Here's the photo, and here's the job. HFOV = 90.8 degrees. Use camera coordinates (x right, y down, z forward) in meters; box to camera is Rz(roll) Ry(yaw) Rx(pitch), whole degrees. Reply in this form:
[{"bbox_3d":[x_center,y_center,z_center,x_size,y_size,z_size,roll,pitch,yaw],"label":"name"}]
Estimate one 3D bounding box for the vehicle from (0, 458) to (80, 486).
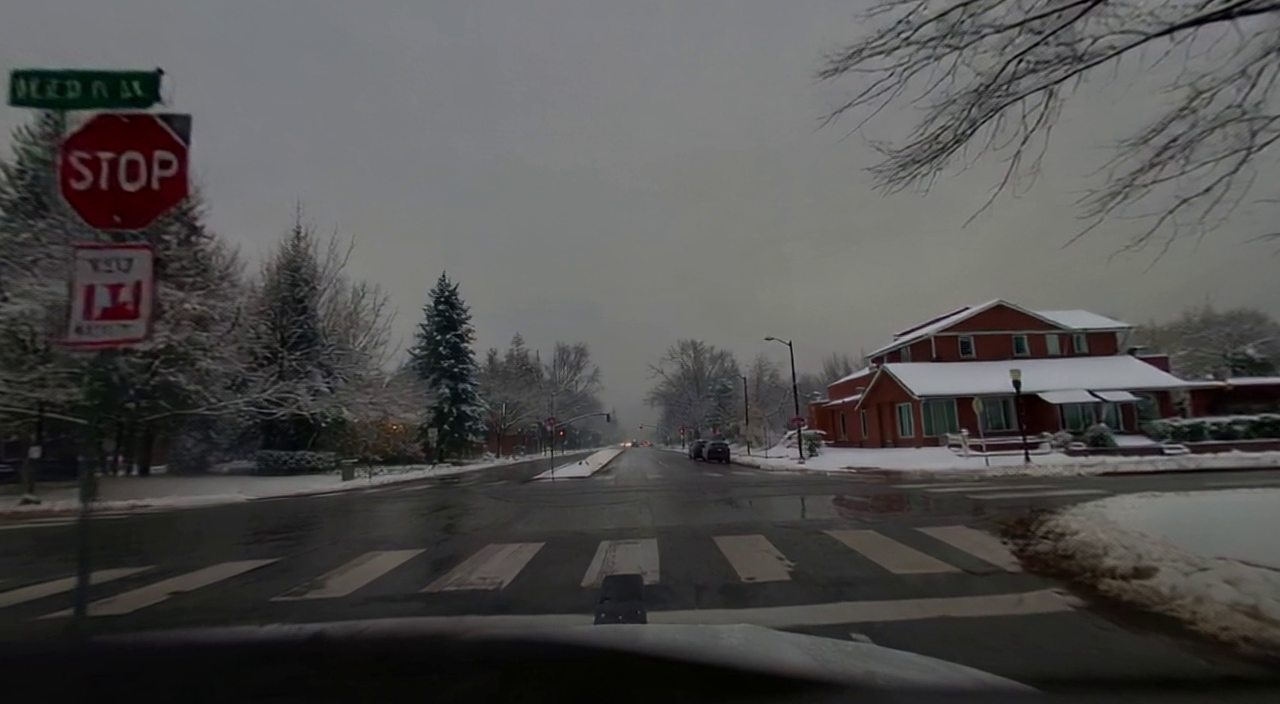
[{"bbox_3d":[-36.977,7.261,38.487,1.871,1.523,4.028,0,-9,2],"label":"vehicle"}]
